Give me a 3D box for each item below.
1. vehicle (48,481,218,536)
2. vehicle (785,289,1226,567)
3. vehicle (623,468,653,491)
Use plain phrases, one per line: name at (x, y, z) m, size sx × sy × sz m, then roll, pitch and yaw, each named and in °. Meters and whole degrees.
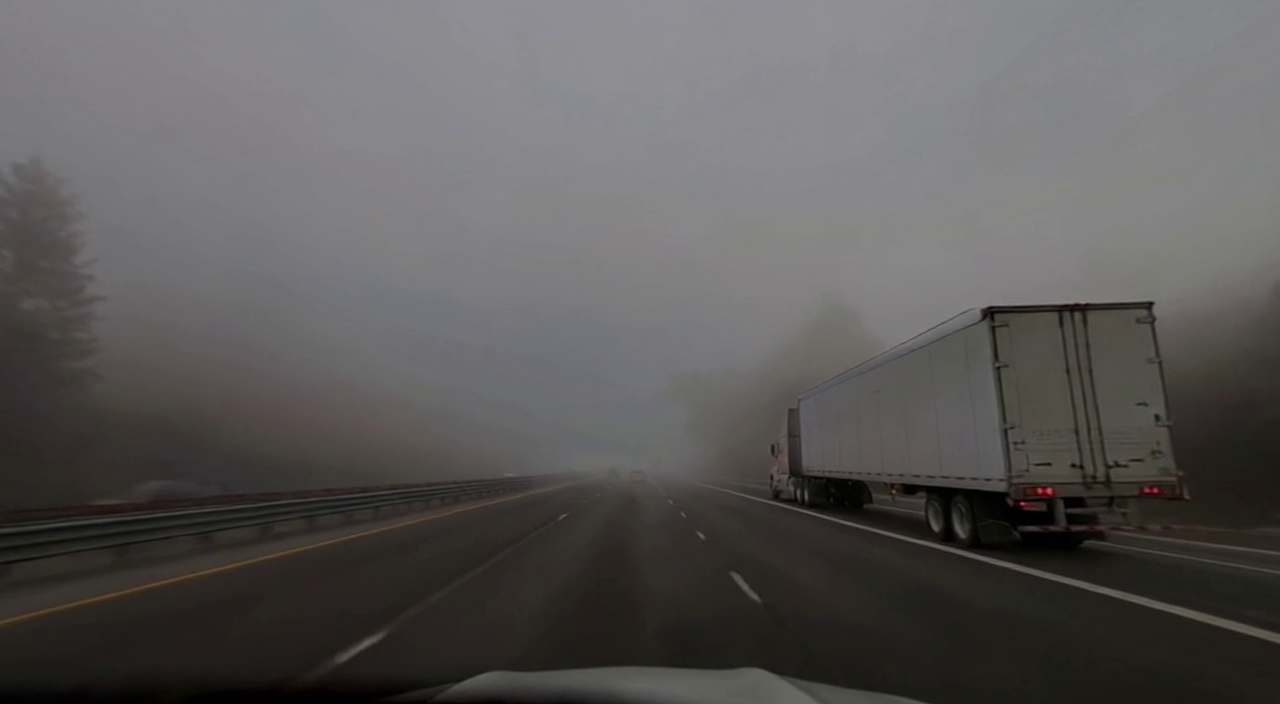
vehicle at (-15.590, 4.809, 19.726) m, size 1.840 × 1.425 × 4.145 m, roll 0°, pitch -11°, yaw 0°
vehicle at (6.857, 2.305, 16.136) m, size 2.926 × 4.073 × 13.836 m, roll 1°, pitch -11°, yaw 0°
vehicle at (-0.153, 8.856, 43.952) m, size 2.029 × 1.459 × 3.684 m, roll 1°, pitch -11°, yaw 0°
